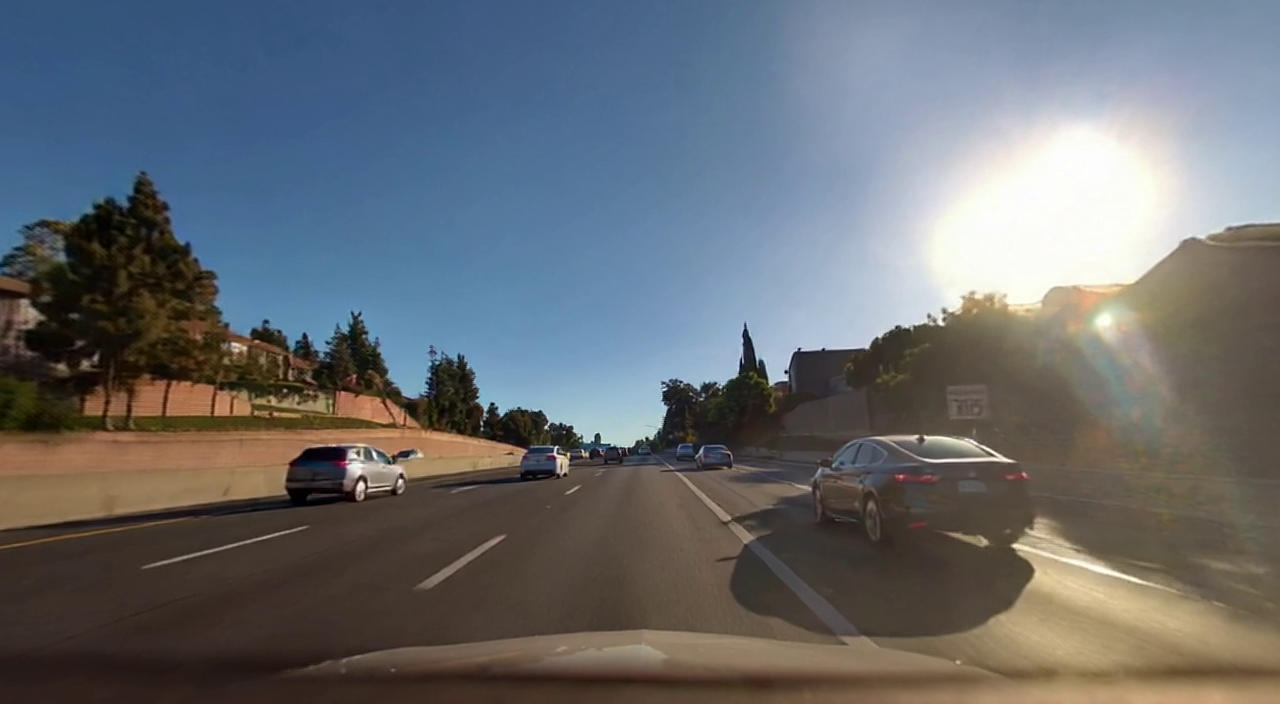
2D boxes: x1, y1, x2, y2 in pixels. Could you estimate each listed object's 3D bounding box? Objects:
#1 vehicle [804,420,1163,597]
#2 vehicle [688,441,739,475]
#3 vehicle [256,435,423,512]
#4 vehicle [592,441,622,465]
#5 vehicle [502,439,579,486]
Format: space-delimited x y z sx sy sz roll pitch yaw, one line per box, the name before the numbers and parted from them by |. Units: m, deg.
vehicle | 3.539 1.672 7.657 1.912 1.509 4.291 0 -8 0
vehicle | 3.346 4.896 29.309 1.854 1.438 3.954 0 -8 0
vehicle | -7.329 2.977 15.984 2.057 1.681 4.277 0 -8 1
vehicle | -2.572 7.989 49.980 2.183 1.764 4.134 0 -8 -1
vehicle | -3.630 4.119 23.882 2.136 1.571 4.285 0 -8 1
